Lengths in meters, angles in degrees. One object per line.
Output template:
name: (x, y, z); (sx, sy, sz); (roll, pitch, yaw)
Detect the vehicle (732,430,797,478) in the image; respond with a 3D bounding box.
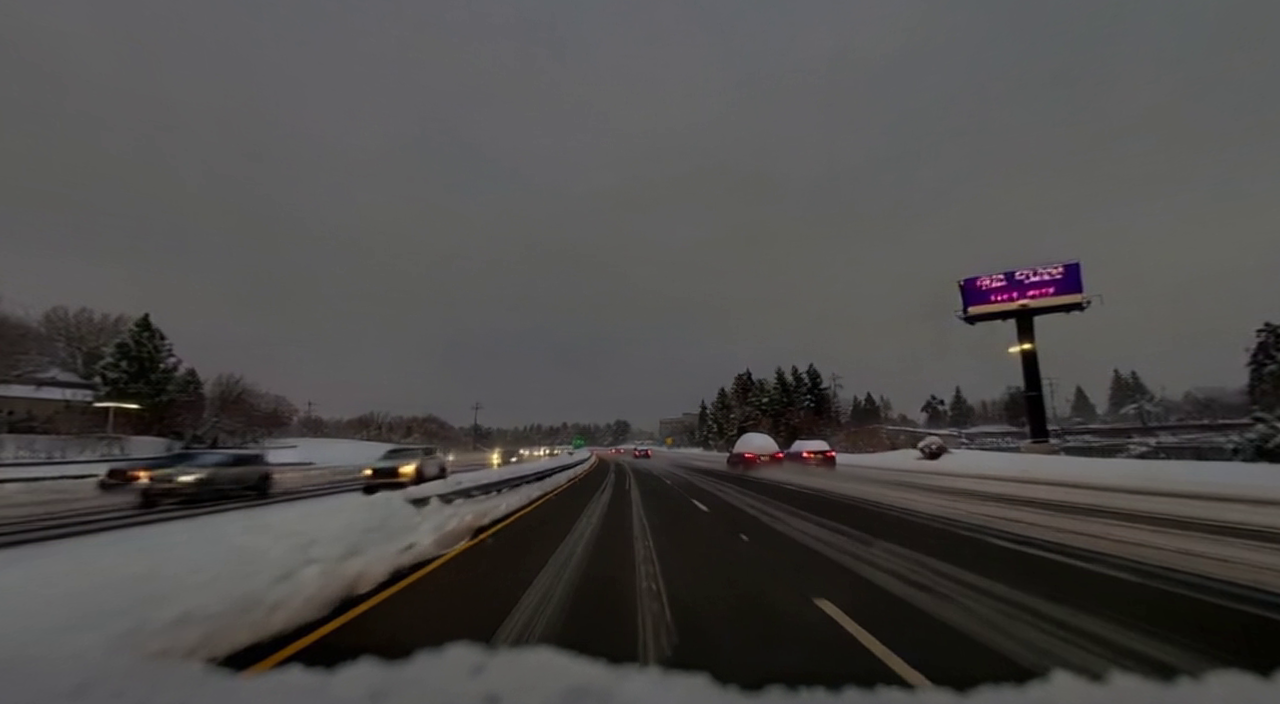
vehicle: (6.021, 4.999, 31.240); (2.043, 2.154, 4.731); (0, -9, -3)

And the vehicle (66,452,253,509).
vehicle: (-13.598, 3.619, 18.337); (1.975, 1.377, 4.491); (0, -9, -1)

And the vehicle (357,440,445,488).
vehicle: (-10.031, 4.735, 26.936); (2.122, 1.824, 4.603); (1, -9, -3)

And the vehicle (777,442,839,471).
vehicle: (9.423, 5.888, 35.895); (1.981, 1.508, 4.768); (0, -9, -3)

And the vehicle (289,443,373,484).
vehicle: (-14.868, 5.370, 30.759); (1.703, 1.767, 4.921); (0, -9, -1)
